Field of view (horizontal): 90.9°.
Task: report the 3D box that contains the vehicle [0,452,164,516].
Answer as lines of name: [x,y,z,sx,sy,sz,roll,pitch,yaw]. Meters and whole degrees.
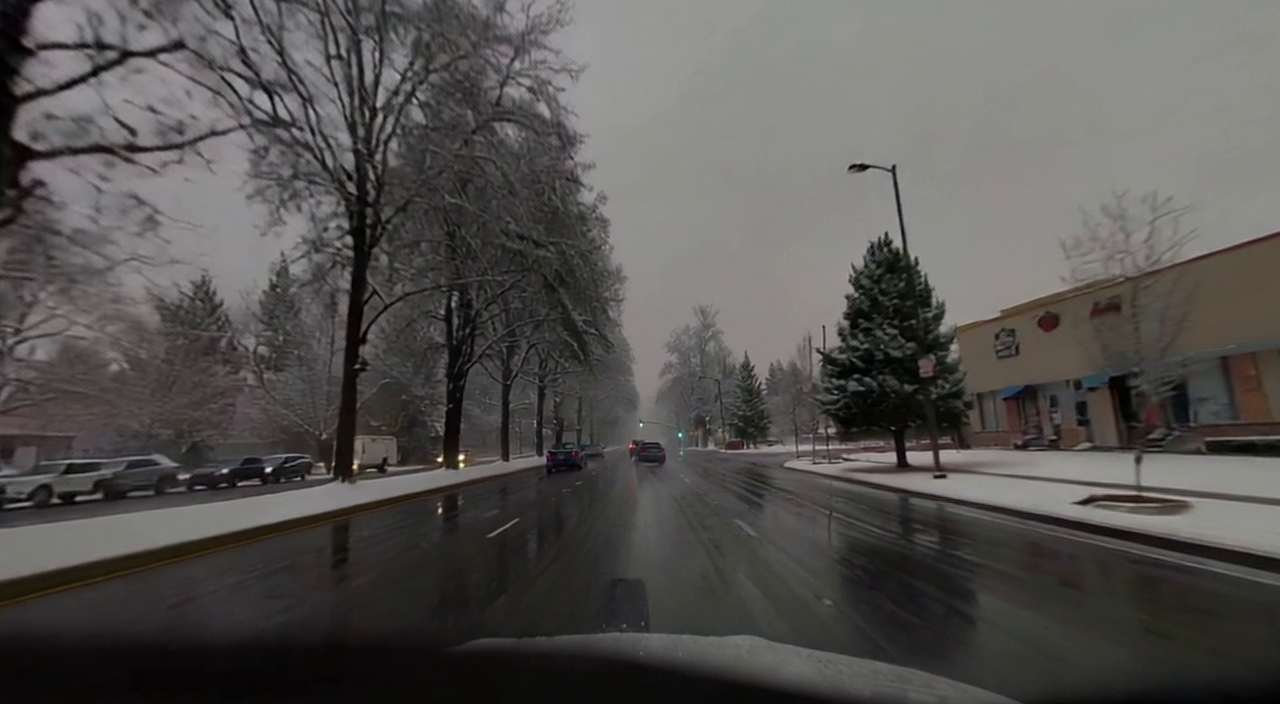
vehicle: [-18.613,4.143,20.454,2.021,1.732,5.410,0,-8,1]

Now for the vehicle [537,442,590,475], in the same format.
vehicle: [-3.627,5.108,30.521,1.908,1.481,4.536,0,-8,1]

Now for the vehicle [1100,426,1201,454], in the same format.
vehicle: [32.933,5.702,40.725,4.458,1.761,2.424,1,-8,-4]

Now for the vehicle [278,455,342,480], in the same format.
vehicle: [-22.408,7.826,42.969,1.849,1.568,4.397,0,-8,2]

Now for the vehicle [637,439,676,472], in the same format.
vehicle: [0.802,5.397,33.036,1.922,1.579,3.642,0,-8,-1]
